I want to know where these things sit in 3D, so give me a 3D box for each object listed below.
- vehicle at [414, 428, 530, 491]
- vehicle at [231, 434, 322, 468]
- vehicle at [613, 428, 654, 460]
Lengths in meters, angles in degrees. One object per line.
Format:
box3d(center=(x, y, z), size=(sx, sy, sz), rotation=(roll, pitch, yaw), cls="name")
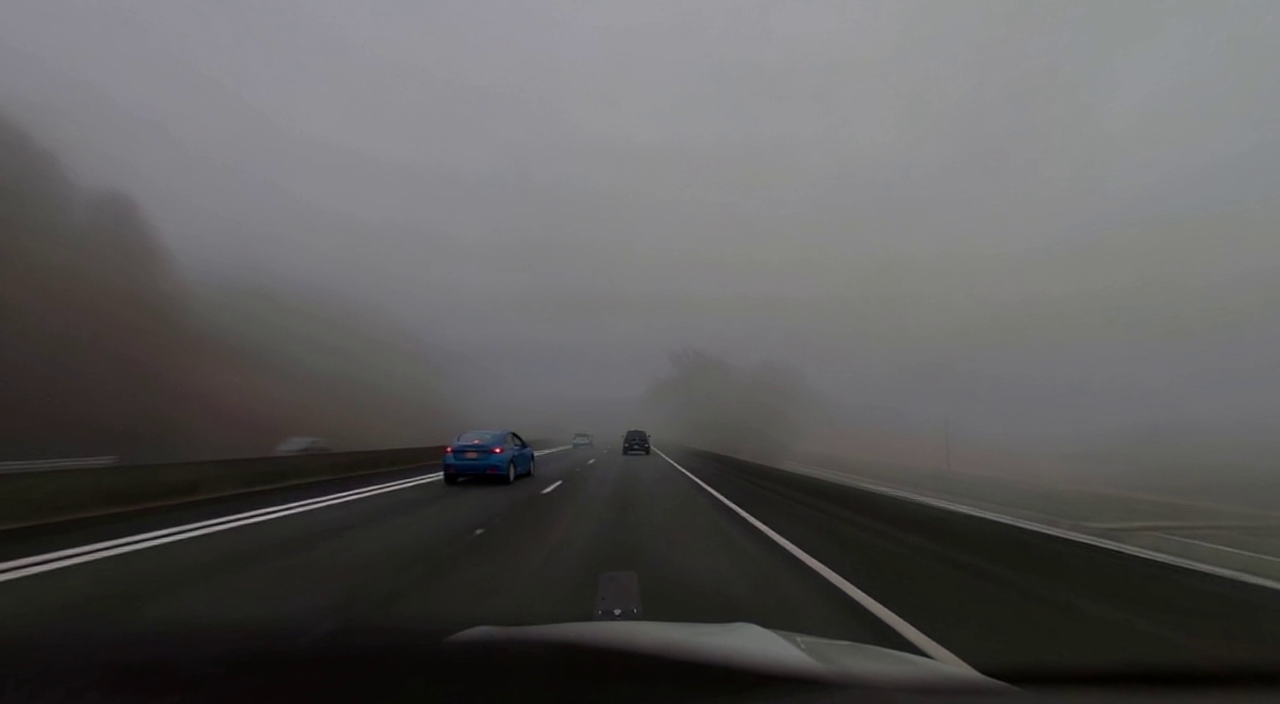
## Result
box3d(center=(-4.420, 2.883, 17.330), size=(2.030, 1.491, 4.046), rotation=(0, -8, 1), cls="vehicle")
box3d(center=(-17.490, 4.764, 30.568), size=(1.865, 1.505, 4.337), rotation=(0, -8, 0), cls="vehicle")
box3d(center=(-0.352, 5.025, 34.497), size=(2.134, 1.654, 4.174), rotation=(0, -8, -1), cls="vehicle")
